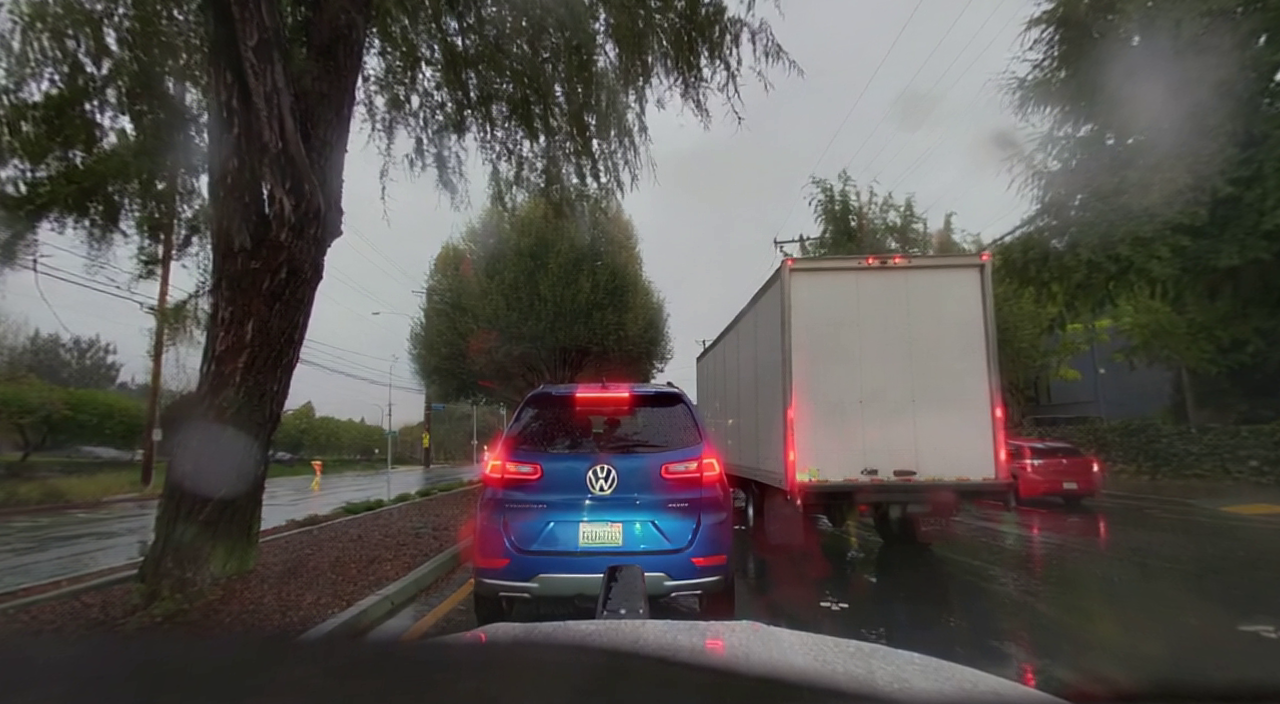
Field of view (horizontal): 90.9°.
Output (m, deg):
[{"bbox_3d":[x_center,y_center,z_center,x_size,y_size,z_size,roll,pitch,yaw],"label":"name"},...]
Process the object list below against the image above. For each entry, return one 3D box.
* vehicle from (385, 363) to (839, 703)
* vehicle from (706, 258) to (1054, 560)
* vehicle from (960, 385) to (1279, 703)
[{"bbox_3d":[-0.127,1.227,5.134,2.114,1.732,4.230,0,-8,0],"label":"vehicle"},{"bbox_3d":[3.228,1.250,11.832,2.915,3.559,8.848,0,-8,-1],"label":"vehicle"},{"bbox_3d":[2.826,0.749,1.190,1.971,1.484,4.728,0,-8,0],"label":"vehicle"}]
